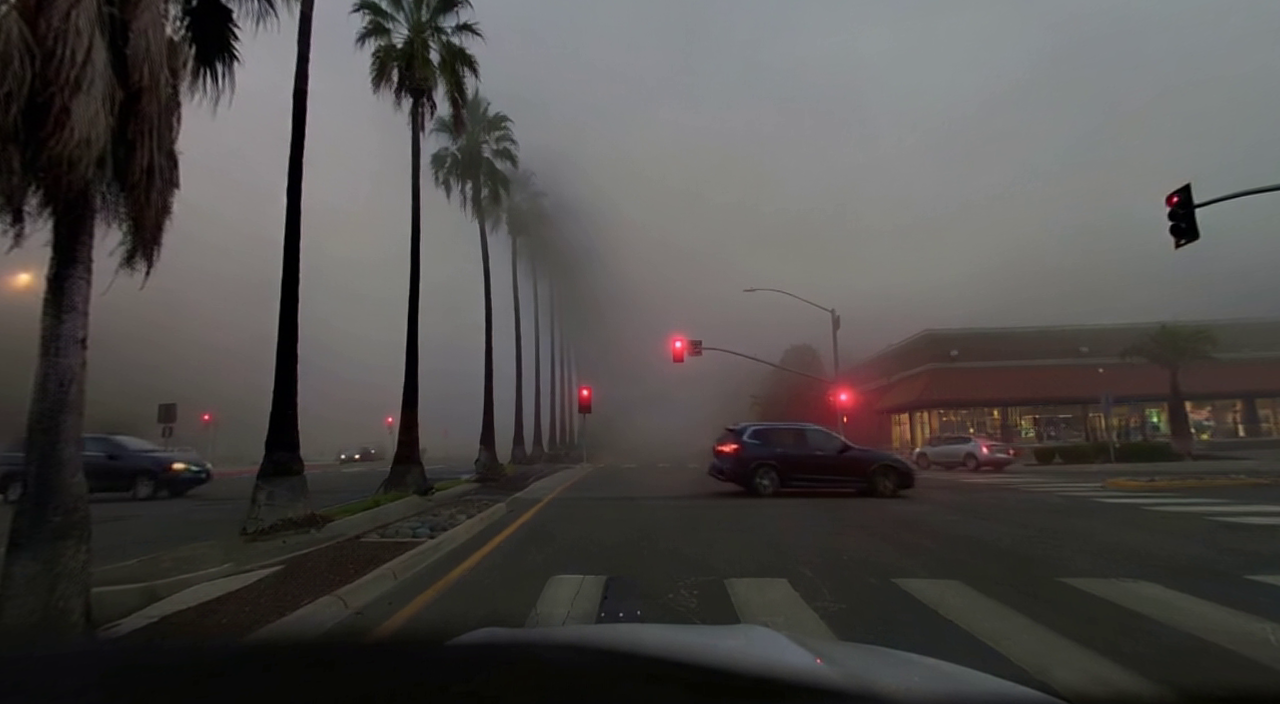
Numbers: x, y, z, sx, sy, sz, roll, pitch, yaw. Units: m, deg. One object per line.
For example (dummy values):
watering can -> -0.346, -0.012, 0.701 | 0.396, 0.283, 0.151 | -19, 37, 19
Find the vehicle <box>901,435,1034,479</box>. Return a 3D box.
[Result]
vehicle -> 13.631, 4.406, 26.573 | 4.722, 1.717, 2.000 | -3, -9, 23

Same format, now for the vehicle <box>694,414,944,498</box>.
vehicle -> 4.378, 2.630, 16.109 | 5.619, 1.951, 2.321 | 1, -8, -5

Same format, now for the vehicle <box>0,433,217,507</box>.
vehicle -> -14.054, 2.962, 16.088 | 4.854, 1.699, 2.152 | 3, -9, -18
